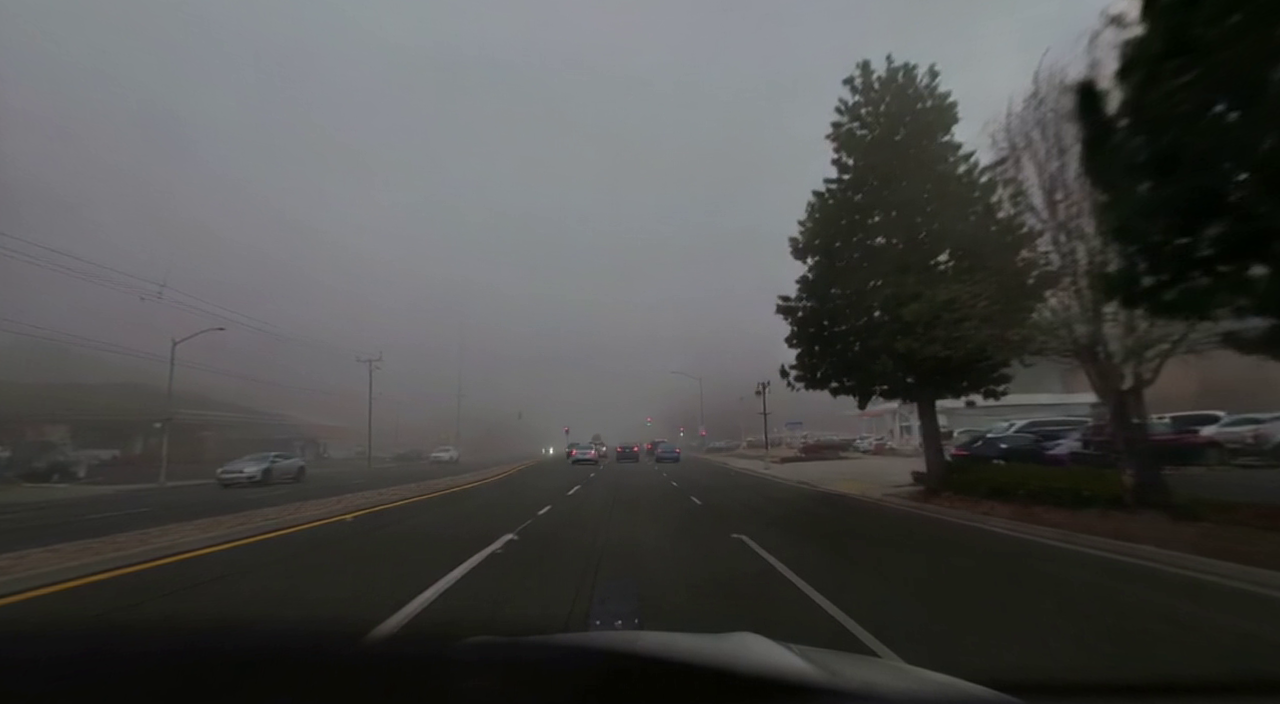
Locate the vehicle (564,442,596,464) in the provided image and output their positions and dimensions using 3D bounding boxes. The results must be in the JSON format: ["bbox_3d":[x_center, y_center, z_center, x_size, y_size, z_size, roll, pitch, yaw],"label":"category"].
[{"bbox_3d":[-4.597,7.775,48.762,2.040,1.661,4.573,0,-8,0],"label":"vehicle"}]

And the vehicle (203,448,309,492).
[{"bbox_3d":[-18.276,5.605,30.436,2.129,1.797,4.866,-4,-8,0],"label":"vehicle"}]
